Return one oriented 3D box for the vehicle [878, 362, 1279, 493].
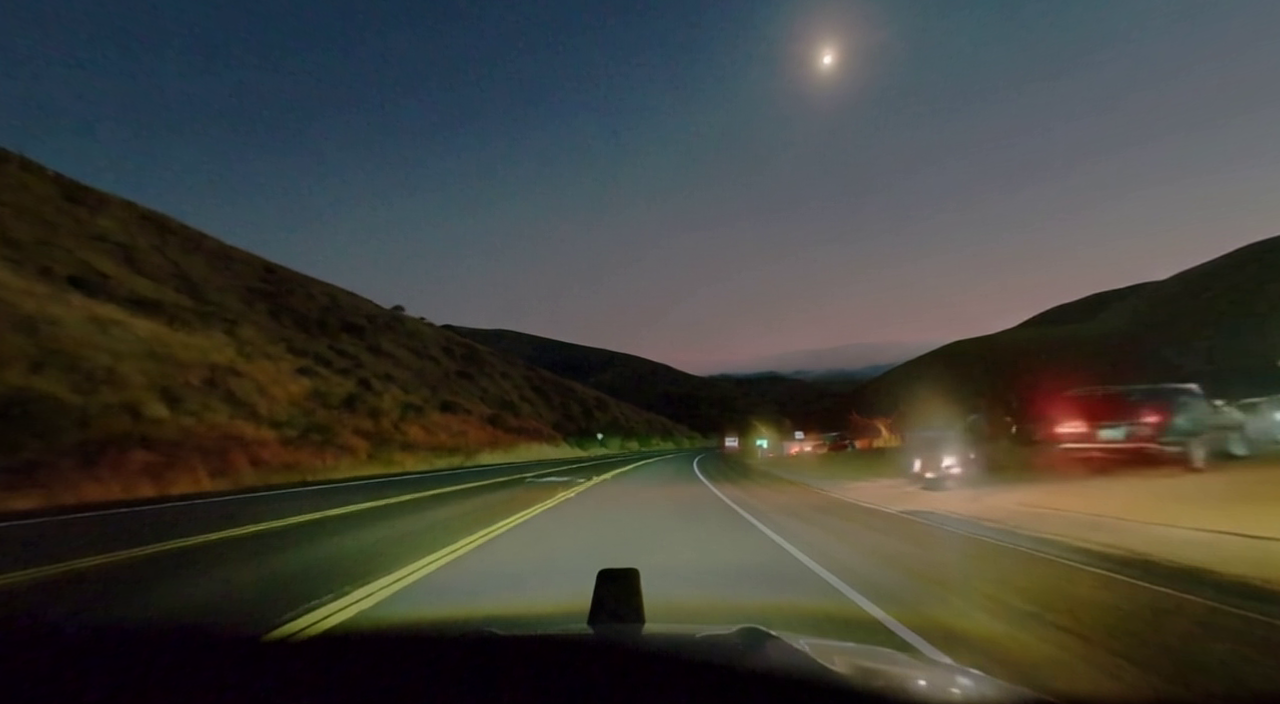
[{"bbox_3d":[8.365,1.678,12.507,2.216,1.887,6.388,2,-12,-39],"label":"vehicle"}]
